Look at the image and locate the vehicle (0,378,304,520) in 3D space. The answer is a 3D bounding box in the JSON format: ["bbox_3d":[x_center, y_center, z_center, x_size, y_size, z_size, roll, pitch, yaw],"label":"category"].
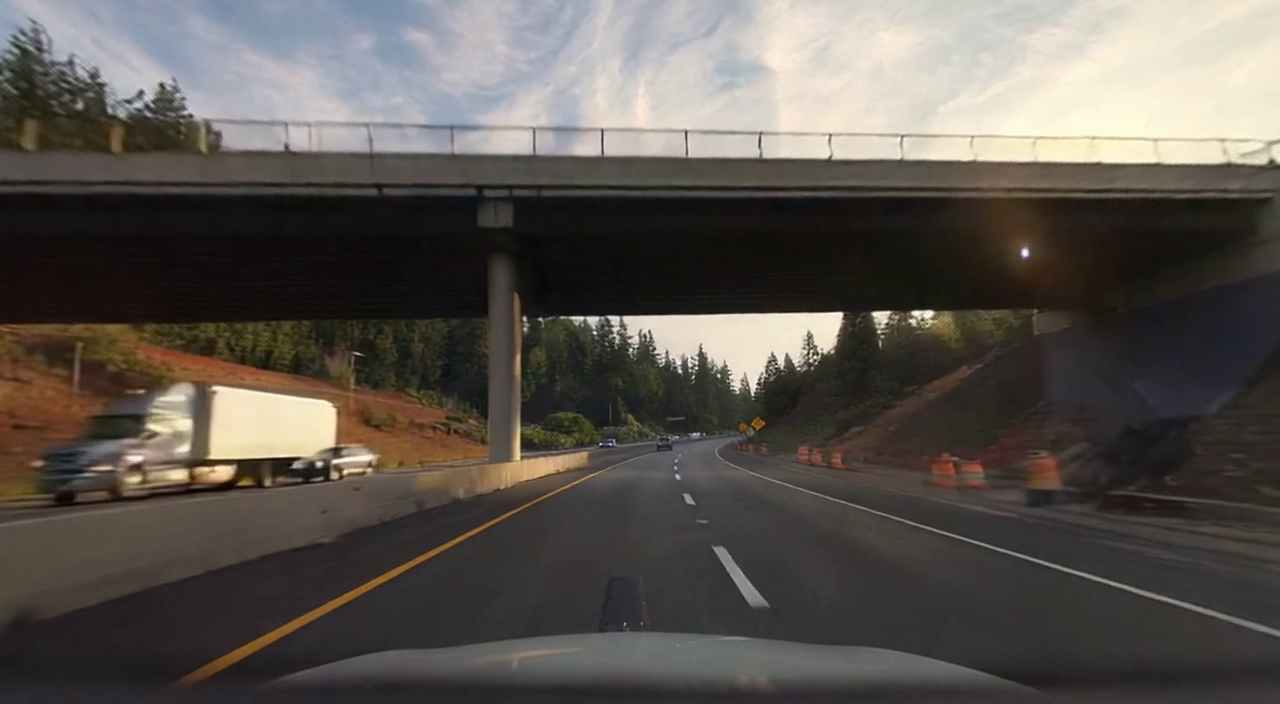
[{"bbox_3d":[-14.544,2.971,19.909,2.775,3.490,8.472,0,-8,3],"label":"vehicle"}]

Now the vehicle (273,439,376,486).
[{"bbox_3d":[-14.090,4.922,28.528,2.023,1.956,4.623,-1,-8,3],"label":"vehicle"}]
